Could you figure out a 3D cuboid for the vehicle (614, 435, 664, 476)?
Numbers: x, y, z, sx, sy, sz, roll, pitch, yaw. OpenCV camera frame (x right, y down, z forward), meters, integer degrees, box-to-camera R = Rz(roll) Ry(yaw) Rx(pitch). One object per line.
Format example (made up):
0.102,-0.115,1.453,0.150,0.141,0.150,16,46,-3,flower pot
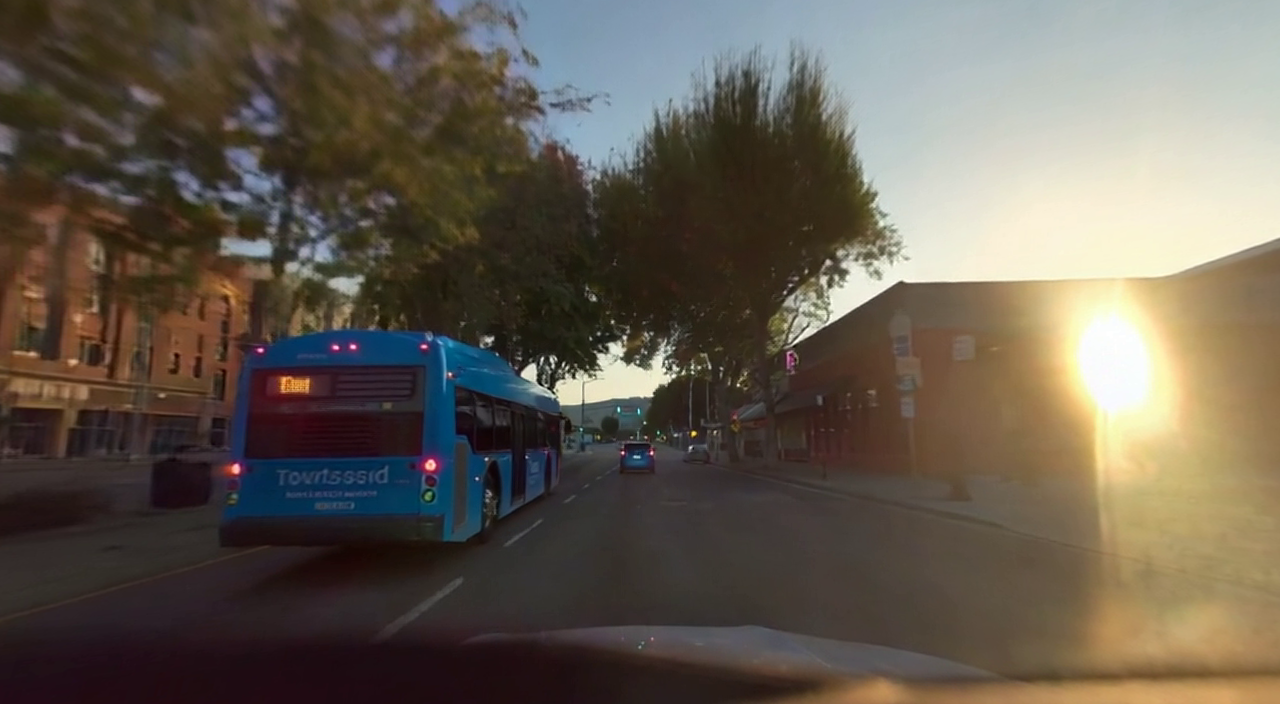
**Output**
-0.020,4.664,28.622,2.120,1.727,3.917,0,-8,1,vehicle

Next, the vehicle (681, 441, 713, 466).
4.331,7.796,48.588,2.138,1.787,4.522,0,-8,2,vehicle

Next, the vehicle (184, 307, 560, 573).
-3.472,1.418,11.269,2.920,2.884,8.588,1,-6,0,vehicle
